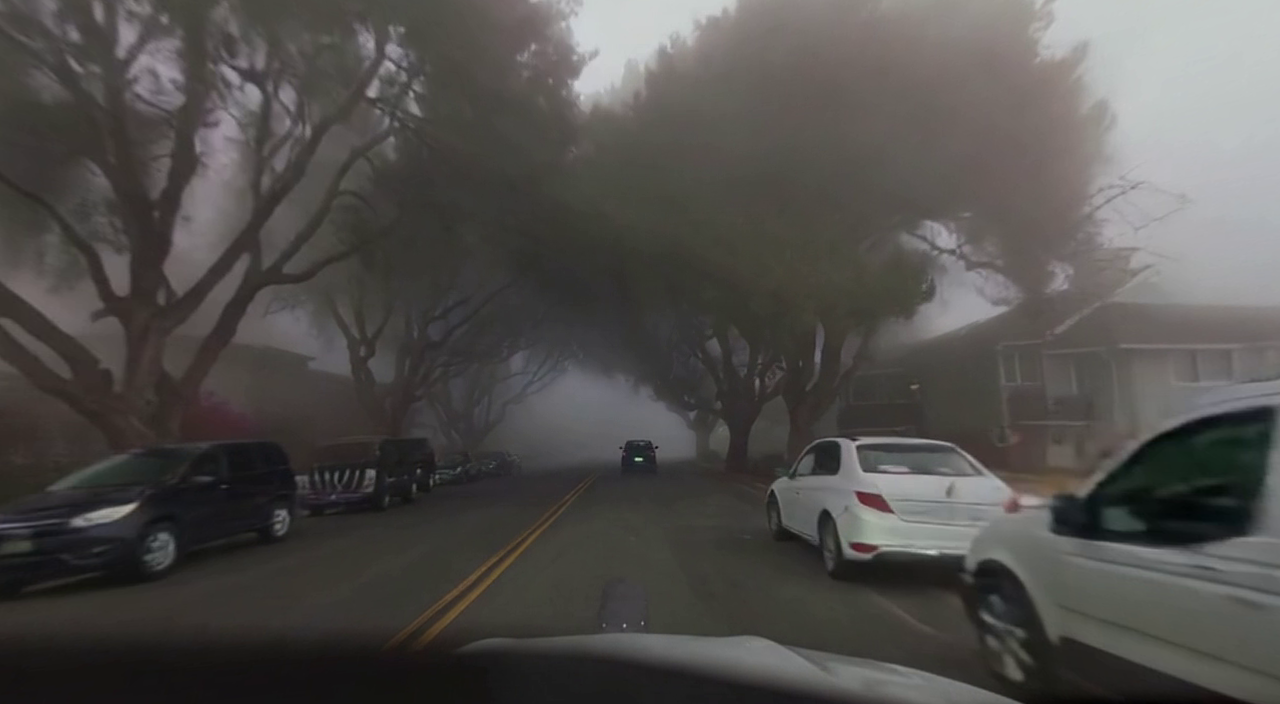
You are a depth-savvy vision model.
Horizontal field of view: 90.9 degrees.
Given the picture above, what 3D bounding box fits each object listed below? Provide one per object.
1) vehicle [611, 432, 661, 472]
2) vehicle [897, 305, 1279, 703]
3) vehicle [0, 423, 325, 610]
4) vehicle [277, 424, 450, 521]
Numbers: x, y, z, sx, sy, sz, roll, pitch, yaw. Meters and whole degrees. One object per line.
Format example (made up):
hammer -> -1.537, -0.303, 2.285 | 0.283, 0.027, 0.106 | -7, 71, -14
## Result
vehicle -> -0.181, 4.639, 29.460 | 2.172, 1.722, 4.201 | 0, -8, -1
vehicle -> 2.807, 0.780, 1.828 | 1.970, 1.801, 4.721 | 0, -8, -2
vehicle -> -5.901, 1.785, 7.860 | 1.955, 1.659, 4.324 | 1, -8, -4
vehicle -> -5.922, 2.608, 14.197 | 1.899, 1.615, 4.624 | -6, -8, -2
